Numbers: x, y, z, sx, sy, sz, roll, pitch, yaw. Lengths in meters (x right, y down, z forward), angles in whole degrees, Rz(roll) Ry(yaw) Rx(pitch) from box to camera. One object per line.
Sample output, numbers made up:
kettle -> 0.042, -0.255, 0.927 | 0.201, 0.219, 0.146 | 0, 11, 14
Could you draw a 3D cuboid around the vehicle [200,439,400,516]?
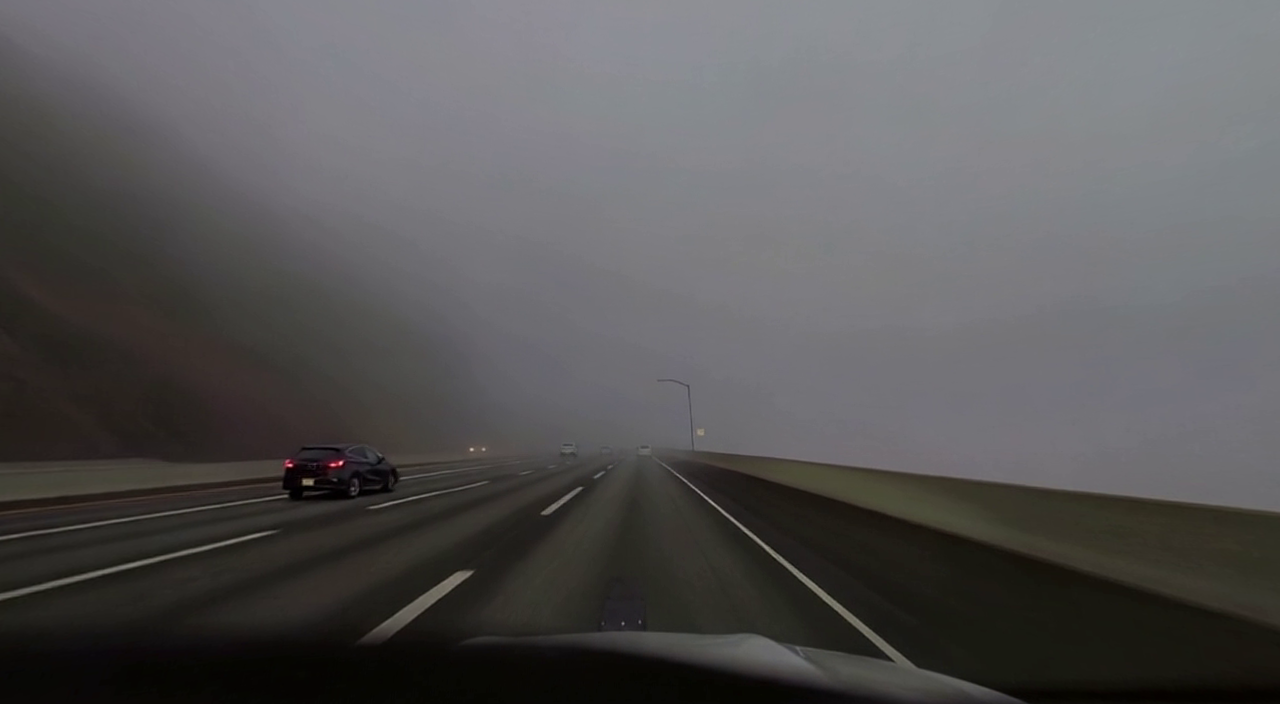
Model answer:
vehicle -> -7.449, 2.768, 14.436 | 1.949, 1.465, 4.563 | 0, -8, 1
